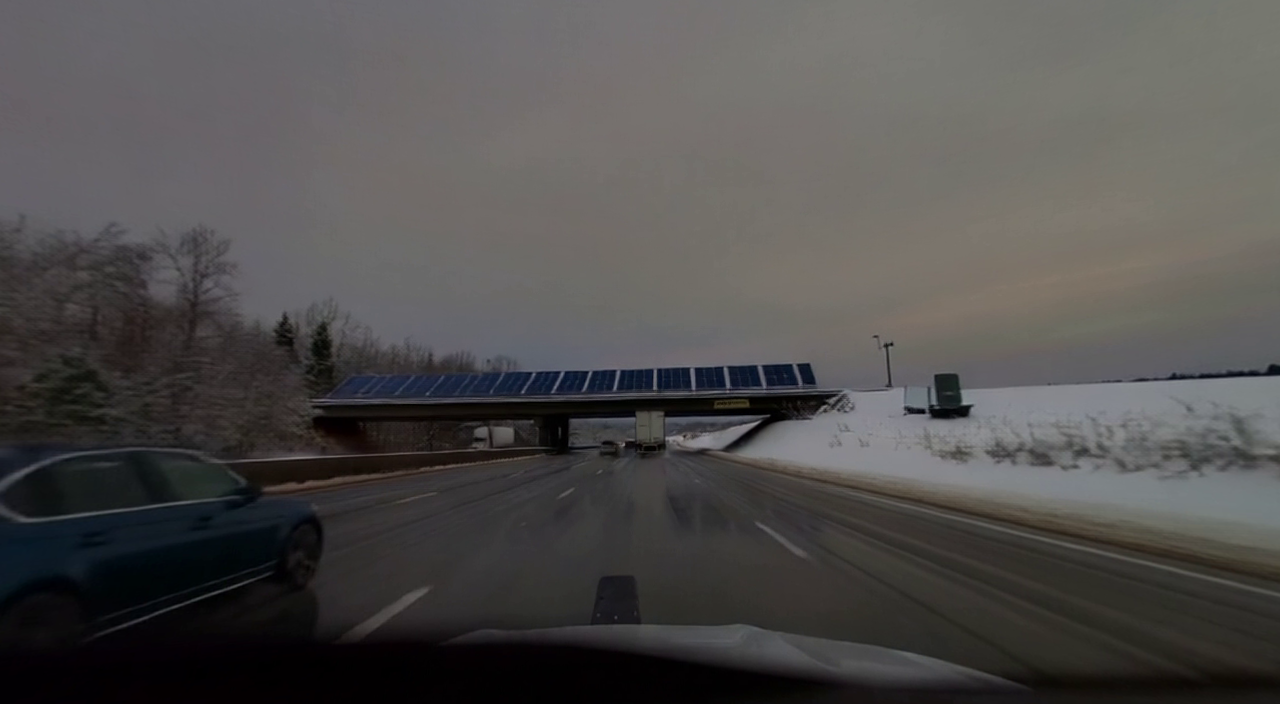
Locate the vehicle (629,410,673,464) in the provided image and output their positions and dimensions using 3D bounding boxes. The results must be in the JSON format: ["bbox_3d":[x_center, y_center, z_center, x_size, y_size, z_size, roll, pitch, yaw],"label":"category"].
[{"bbox_3d":[0.811,6.522,47.958,2.967,3.633,10.015,-1,-8,0],"label":"vehicle"}]

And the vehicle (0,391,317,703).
[{"bbox_3d":[-3.856,1.049,3.273,2.066,1.581,4.268,0,-8,0],"label":"vehicle"}]
